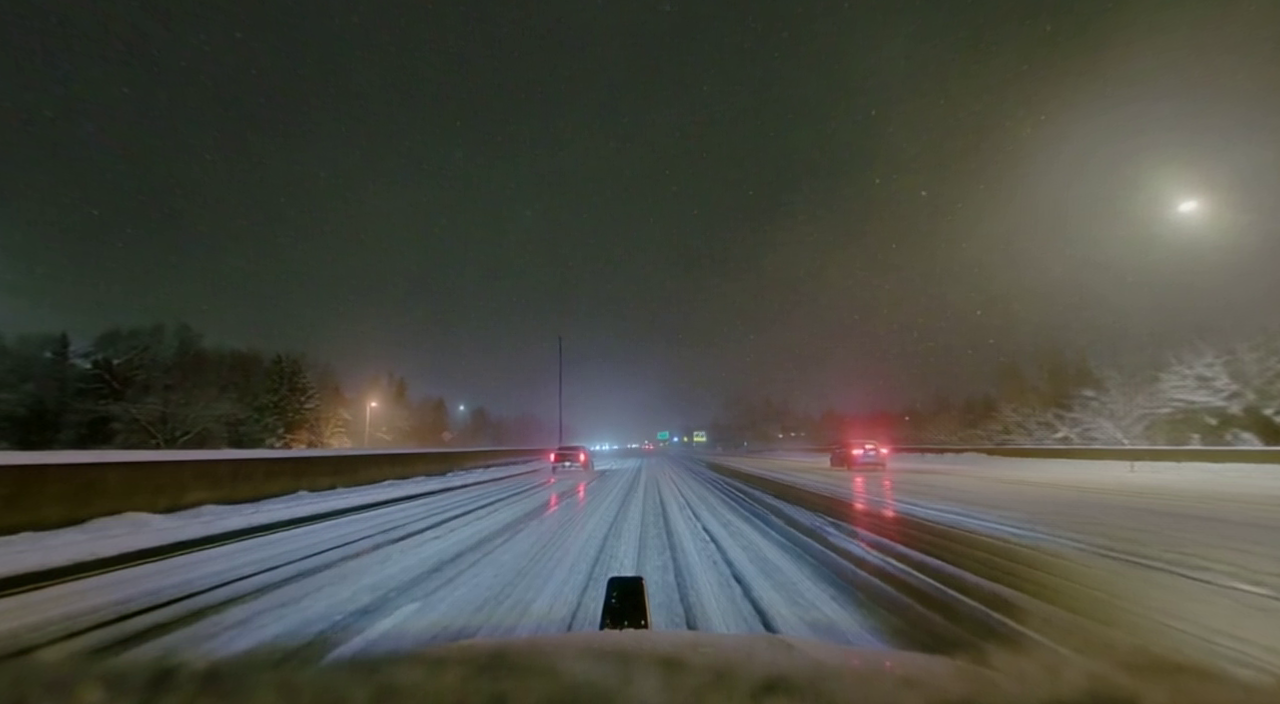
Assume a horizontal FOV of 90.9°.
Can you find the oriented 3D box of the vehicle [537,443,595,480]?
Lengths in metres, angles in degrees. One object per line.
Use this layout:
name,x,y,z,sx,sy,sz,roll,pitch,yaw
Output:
vehicle,-3.177,4.822,27.940,1.968,1.504,3.892,0,-8,2
